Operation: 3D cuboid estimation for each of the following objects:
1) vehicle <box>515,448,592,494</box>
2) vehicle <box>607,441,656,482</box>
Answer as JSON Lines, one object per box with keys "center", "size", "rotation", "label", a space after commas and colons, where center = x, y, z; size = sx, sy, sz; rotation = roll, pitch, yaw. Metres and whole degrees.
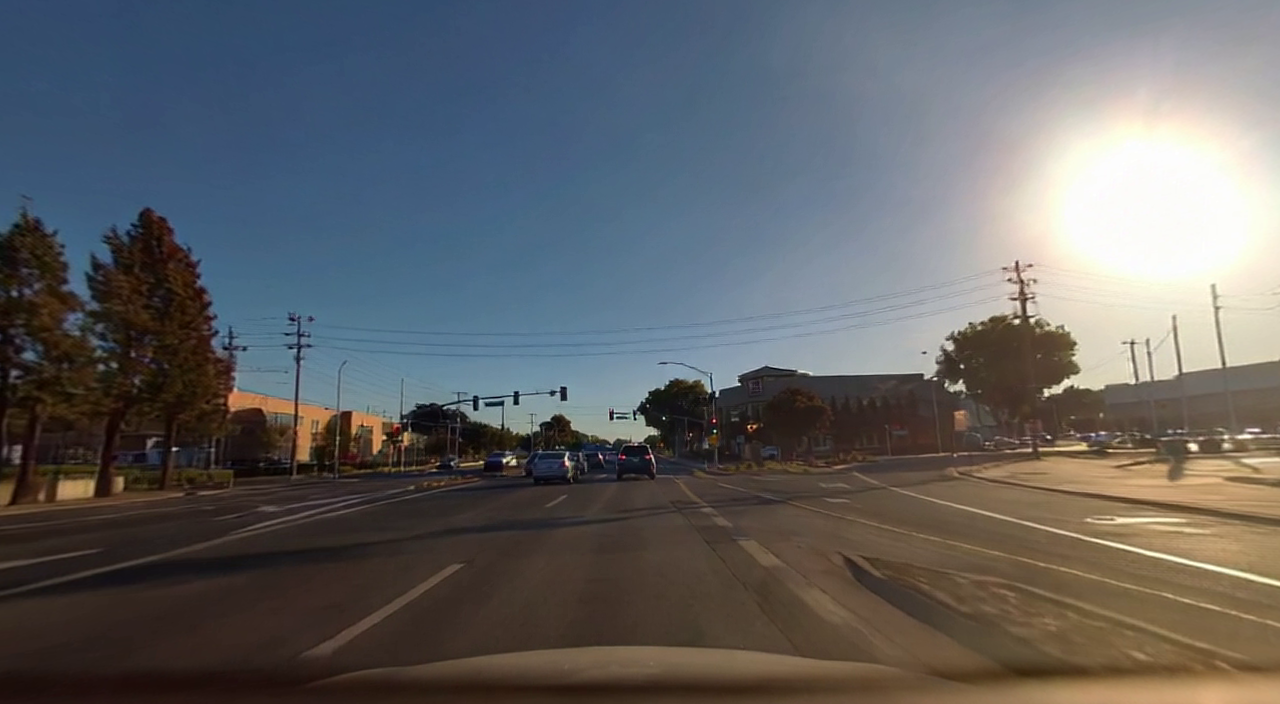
{"center": [-3.062, 4.312, 23.320], "size": [2.064, 1.464, 4.373], "rotation": [0, -8, 2], "label": "vehicle"}
{"center": [-0.355, 5.338, 30.982], "size": [2.276, 1.850, 3.897], "rotation": [0, -8, 1], "label": "vehicle"}
